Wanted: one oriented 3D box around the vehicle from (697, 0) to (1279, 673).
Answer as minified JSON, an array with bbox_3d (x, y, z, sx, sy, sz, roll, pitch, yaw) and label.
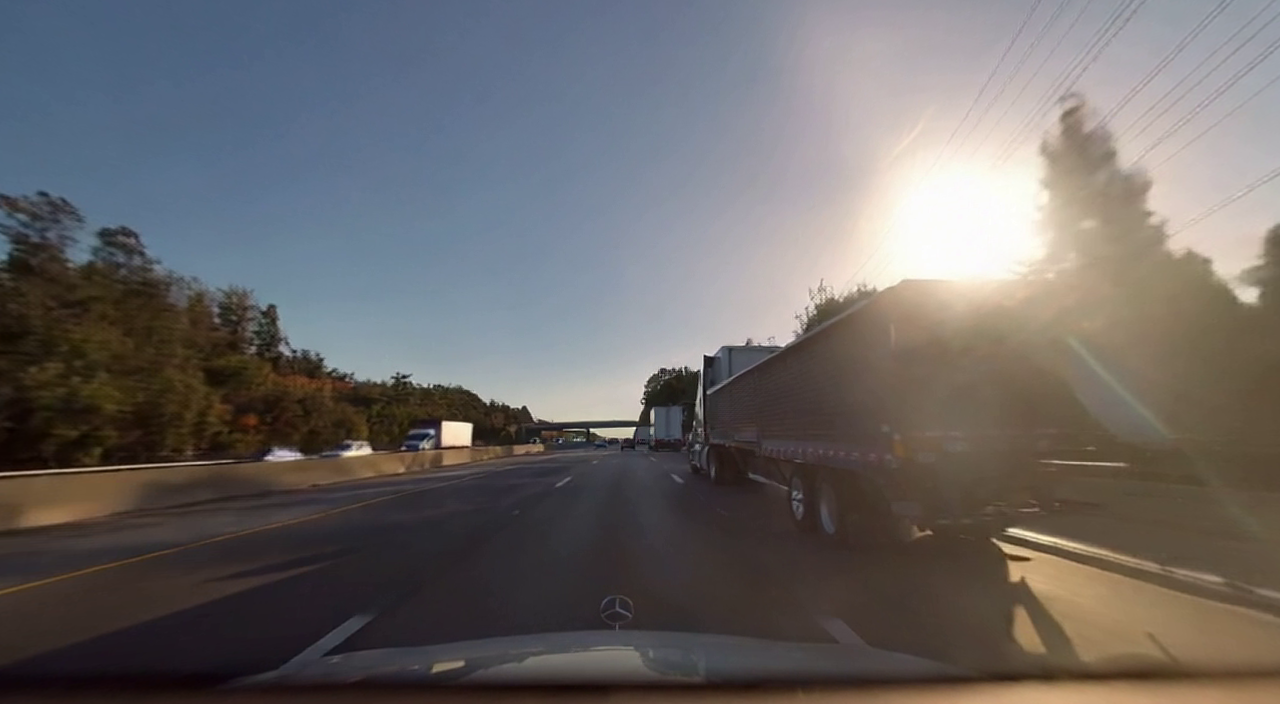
[{"bbox_3d":[3.325,0.674,10.752,2.905,4.080,14.157,0,-8,-2],"label":"vehicle"}]
